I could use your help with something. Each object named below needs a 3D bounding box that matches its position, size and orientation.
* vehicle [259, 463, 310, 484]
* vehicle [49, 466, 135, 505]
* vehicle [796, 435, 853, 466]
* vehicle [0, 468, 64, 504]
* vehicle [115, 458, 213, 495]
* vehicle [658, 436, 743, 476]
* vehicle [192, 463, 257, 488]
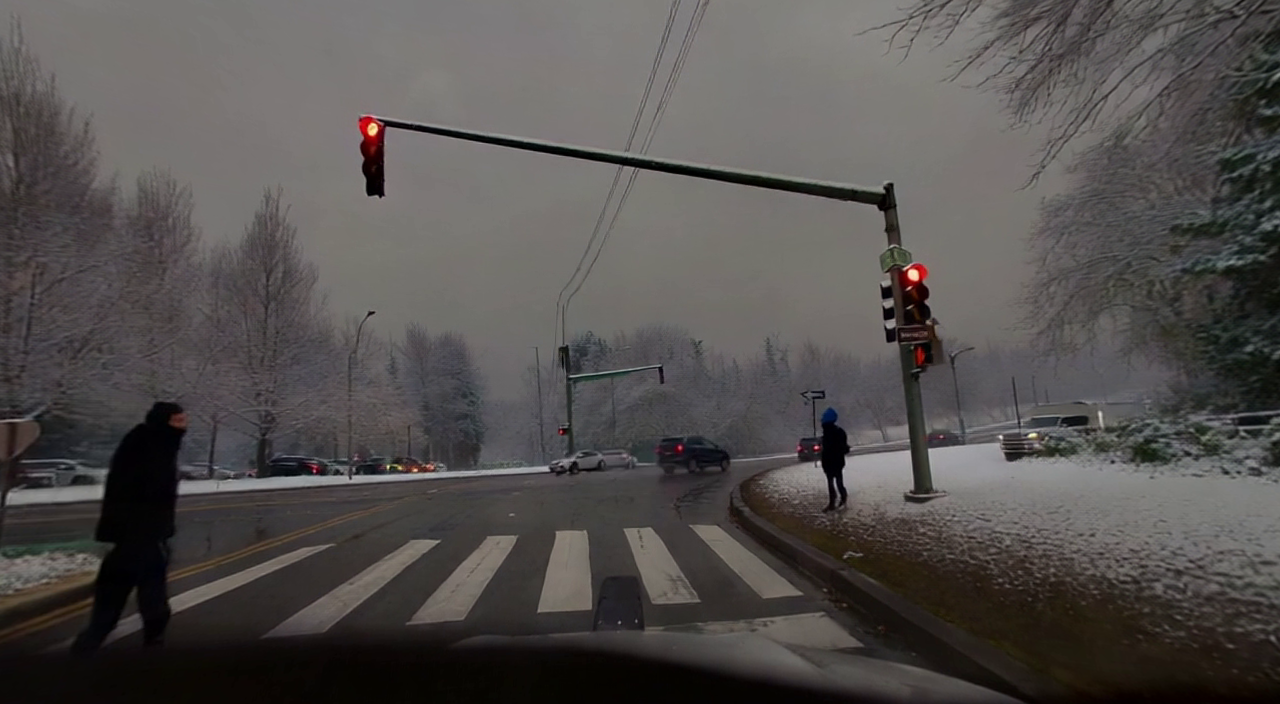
[{"bbox_3d":[-28.139,9.587,49.741,1.776,1.452,3.920,0,-9,0],"label":"vehicle"},{"bbox_3d":[-25.428,6.153,29.249,1.694,1.528,4.225,3,-9,-23],"label":"vehicle"},{"bbox_3d":[12.170,6.427,41.110,1.942,1.920,4.263,-8,-11,39],"label":"vehicle"},{"bbox_3d":[-30.327,6.446,30.328,1.800,1.520,3.968,2,-9,-13],"label":"vehicle"},{"bbox_3d":[-27.832,7.272,36.909,2.064,1.913,5.081,0,-9,-4],"label":"vehicle"},{"bbox_3d":[3.160,5.209,31.692,2.036,1.849,4.811,-7,-11,36],"label":"vehicle"},{"bbox_3d":[-28.538,8.474,43.160,1.768,1.465,3.972,0,-9,-1],"label":"vehicle"}]
